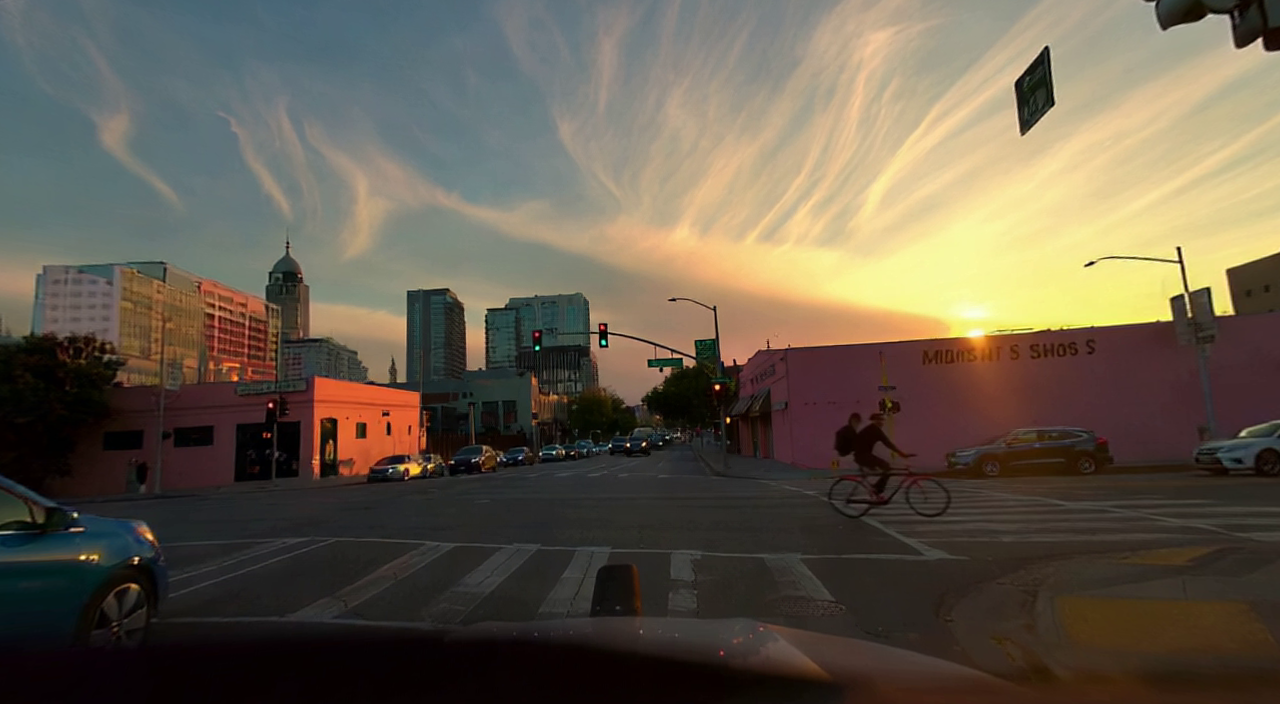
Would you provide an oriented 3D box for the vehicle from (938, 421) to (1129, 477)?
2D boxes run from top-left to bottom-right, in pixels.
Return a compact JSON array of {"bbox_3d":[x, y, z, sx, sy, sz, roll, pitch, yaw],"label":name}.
[{"bbox_3d":[11.575,2.880,18.803,4.355,1.546,1.820,-1,-9,6],"label":"vehicle"}]

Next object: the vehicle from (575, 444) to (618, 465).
[{"bbox_3d":[-3.009,7.183,44.148,1.743,1.362,4.350,-2,-9,14],"label":"vehicle"}]

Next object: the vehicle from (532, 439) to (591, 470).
[{"bbox_3d":[-4.499,5.976,36.863,1.928,1.647,4.575,-2,-9,13],"label":"vehicle"}]

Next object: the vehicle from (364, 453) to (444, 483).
[{"bbox_3d":[-12.581,6.174,33.874,1.976,1.425,4.567,-1,-9,9],"label":"vehicle"}]

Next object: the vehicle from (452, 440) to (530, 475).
[{"bbox_3d":[-8.390,5.973,36.060,2.152,1.825,5.406,-2,-9,12],"label":"vehicle"}]

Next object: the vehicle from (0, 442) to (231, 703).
[{"bbox_3d":[-3.727,0.972,2.166,1.759,1.325,4.295,0,-9,0],"label":"vehicle"}]
